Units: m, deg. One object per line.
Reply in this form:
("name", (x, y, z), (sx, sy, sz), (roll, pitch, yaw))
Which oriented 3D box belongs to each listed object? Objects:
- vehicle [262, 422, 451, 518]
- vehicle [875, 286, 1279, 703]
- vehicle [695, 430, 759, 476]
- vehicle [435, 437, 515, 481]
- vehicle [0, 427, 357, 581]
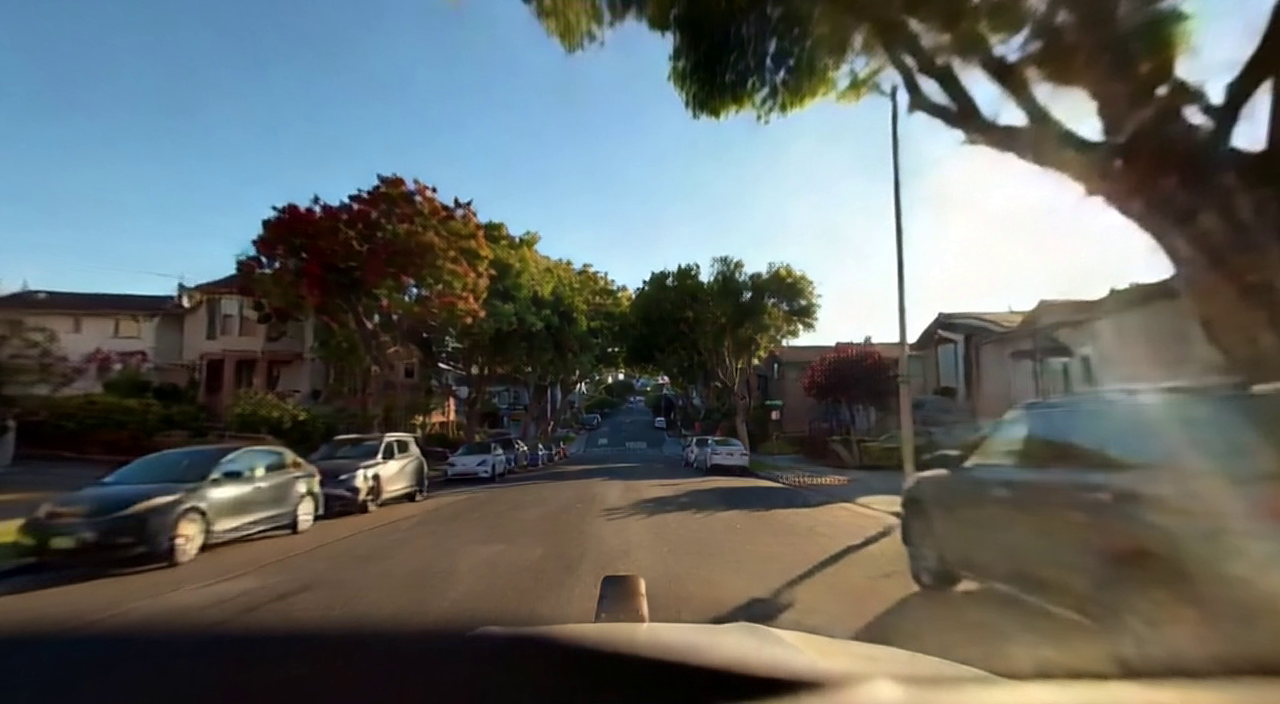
("vehicle", (-5.710, 2.425, 13.514), (1.958, 1.682, 4.536), (0, -8, -1))
("vehicle", (3.633, 0.981, 4.282), (2.158, 1.977, 4.750), (0, -8, -1))
("vehicle", (3.545, 4.191, 26.526), (1.952, 1.738, 4.518), (0, -8, -1))
("vehicle", (-5.984, 3.921, 23.451), (2.003, 1.489, 4.051), (0, -8, -2))
("vehicle", (-5.795, 1.814, 8.475), (1.998, 1.485, 4.476), (0, -8, -1))
